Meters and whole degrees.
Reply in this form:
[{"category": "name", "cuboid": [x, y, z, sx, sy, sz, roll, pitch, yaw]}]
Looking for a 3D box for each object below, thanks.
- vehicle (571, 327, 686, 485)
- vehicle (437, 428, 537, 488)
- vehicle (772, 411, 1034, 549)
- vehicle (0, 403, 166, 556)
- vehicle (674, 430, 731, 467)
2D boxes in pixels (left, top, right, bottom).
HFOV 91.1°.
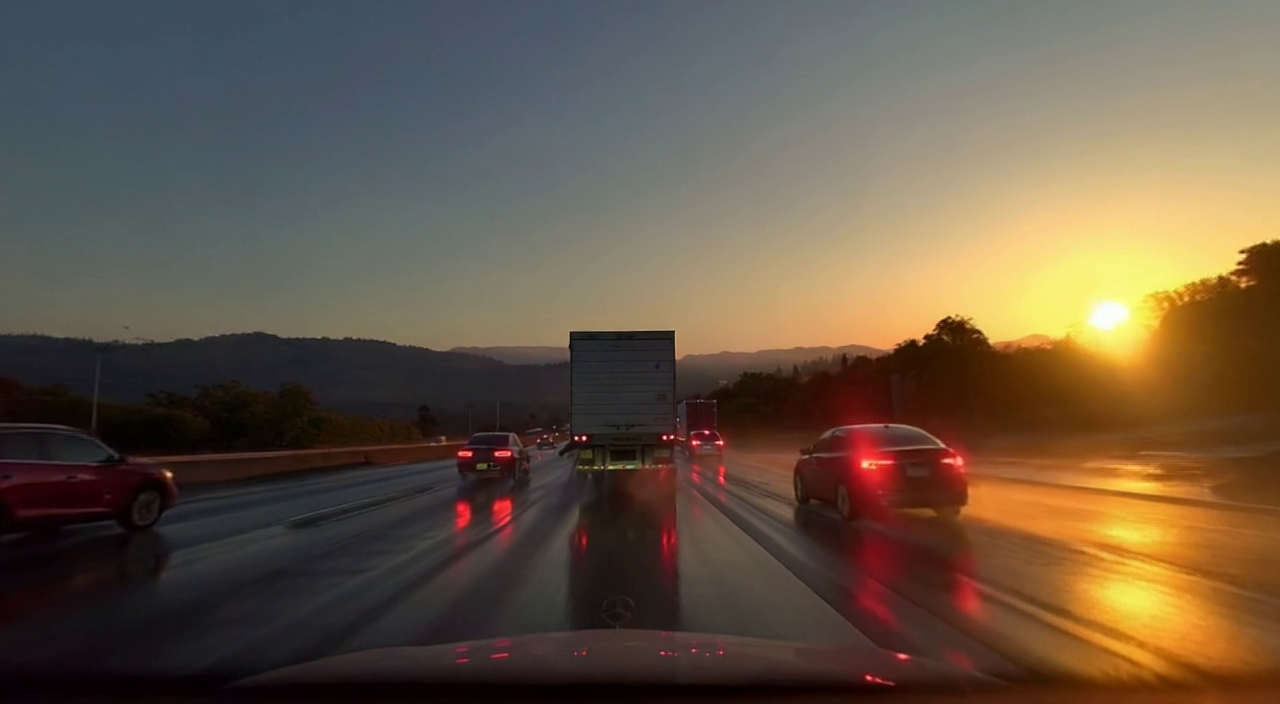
[{"category": "vehicle", "cuboid": [-0.475, 2.023, 21.138, 2.938, 4.033, 9.980, 0, -8, -2]}, {"category": "vehicle", "cuboid": [-4.143, 2.910, 17.675, 1.882, 1.493, 3.828, 0, -8, -1]}, {"category": "vehicle", "cuboid": [3.419, 1.724, 9.222, 1.945, 1.529, 4.129, 0, -8, -2]}, {"category": "vehicle", "cuboid": [-7.929, 1.429, 7.136, 1.944, 1.653, 4.097, 0, -8, -1]}, {"category": "vehicle", "cuboid": [2.671, 4.260, 27.977, 1.976, 1.513, 4.065, 0, -8, -2]}]
